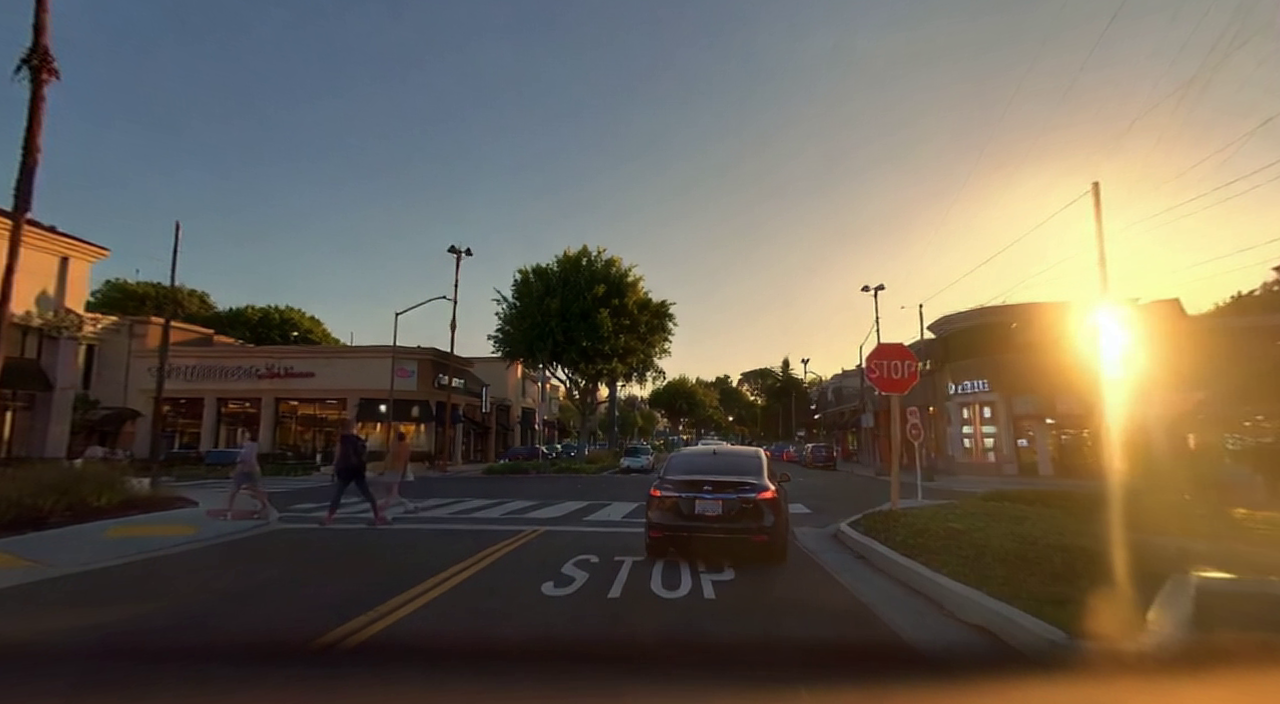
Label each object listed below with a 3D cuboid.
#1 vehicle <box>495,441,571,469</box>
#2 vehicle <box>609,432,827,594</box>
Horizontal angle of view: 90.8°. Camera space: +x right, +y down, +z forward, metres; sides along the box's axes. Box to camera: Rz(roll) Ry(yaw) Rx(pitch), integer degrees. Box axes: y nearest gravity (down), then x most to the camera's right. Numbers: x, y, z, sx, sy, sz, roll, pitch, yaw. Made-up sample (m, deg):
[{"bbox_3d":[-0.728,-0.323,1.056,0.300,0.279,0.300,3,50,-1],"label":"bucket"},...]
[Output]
[{"bbox_3d":[-7.006,6.747,41.465,4.529,1.682,1.895,6,-11,-37],"label":"vehicle"},{"bbox_3d":[0.899,1.813,7.984,2.031,1.479,3.969,-1,-9,5],"label":"vehicle"}]
